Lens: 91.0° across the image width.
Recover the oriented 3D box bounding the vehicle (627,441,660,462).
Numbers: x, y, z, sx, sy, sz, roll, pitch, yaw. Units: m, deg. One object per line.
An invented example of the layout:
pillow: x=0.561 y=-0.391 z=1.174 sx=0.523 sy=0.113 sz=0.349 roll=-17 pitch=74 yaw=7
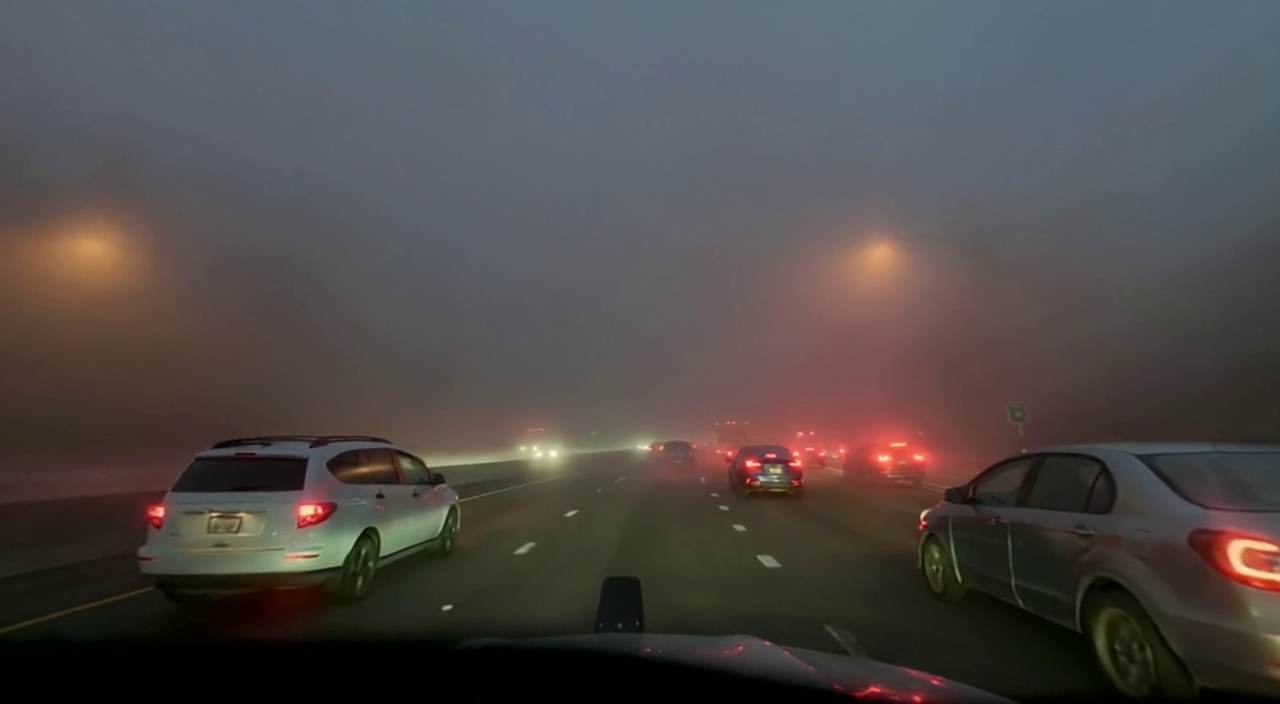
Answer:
vehicle: x=0.293 y=7.713 z=48.748 sx=2.059 sy=1.516 sz=4.236 roll=-1 pitch=-9 yaw=7

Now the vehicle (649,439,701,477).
vehicle: x=1.612 y=4.826 z=28.811 sx=2.201 sy=1.614 sz=3.803 roll=-1 pitch=-9 yaw=3

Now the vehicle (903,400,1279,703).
vehicle: x=3.410 y=1.093 z=3.399 sx=2.014 sy=1.489 sz=4.696 roll=0 pitch=-9 yaw=1

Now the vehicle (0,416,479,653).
vehicle: x=-3.260 y=1.568 z=6.503 sx=1.937 sy=1.558 sz=4.469 roll=0 pitch=-9 yaw=1

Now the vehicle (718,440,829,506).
vehicle: x=3.335 y=3.130 z=16.698 sx=2.009 sy=1.489 sz=4.559 roll=0 pitch=-9 yaw=1
